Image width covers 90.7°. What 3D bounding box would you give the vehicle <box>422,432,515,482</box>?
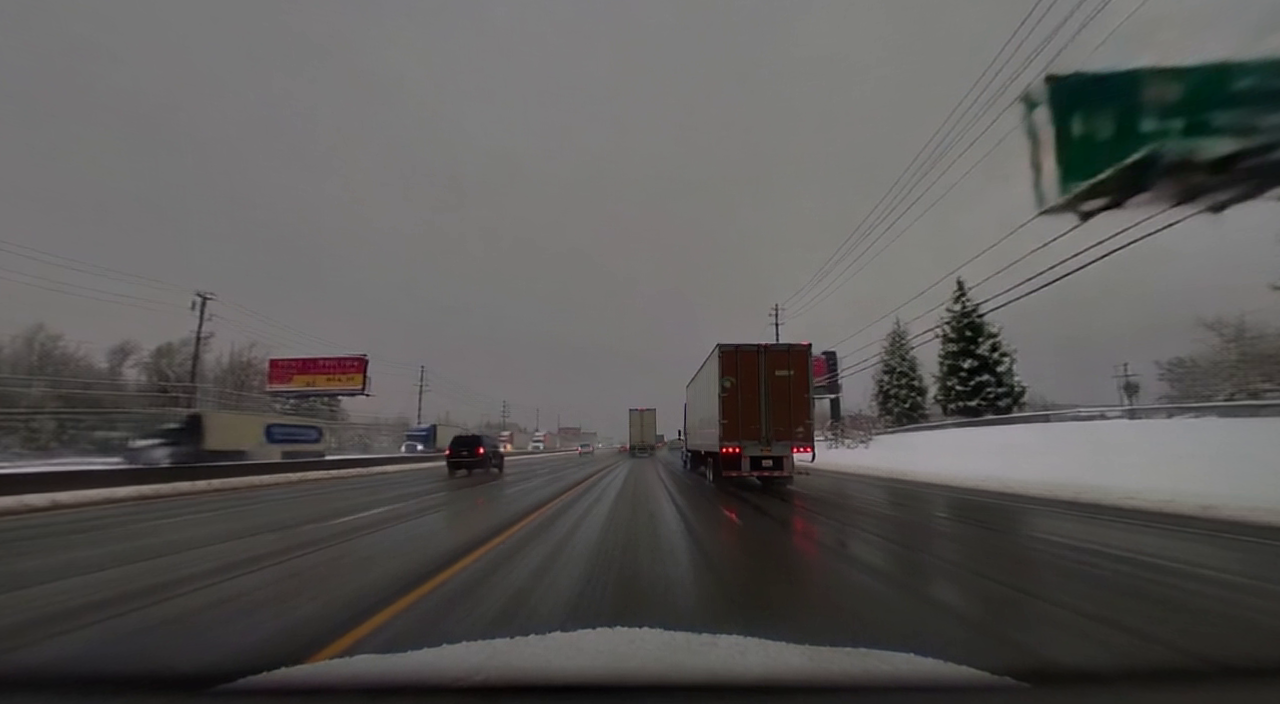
[{"bbox_3d":[-7.356,4.598,27.961,2.425,1.917,5.647,0,-9,1],"label":"vehicle"}]

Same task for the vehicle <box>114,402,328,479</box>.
[{"bbox_3d":[-28.312,6.386,45.083,2.823,4.374,17.794,-1,-9,1],"label":"vehicle"}]

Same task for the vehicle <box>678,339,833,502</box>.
[{"bbox_3d":[3.433,2.954,24.431,2.892,4.152,16.575,0,-9,0],"label":"vehicle"}]
